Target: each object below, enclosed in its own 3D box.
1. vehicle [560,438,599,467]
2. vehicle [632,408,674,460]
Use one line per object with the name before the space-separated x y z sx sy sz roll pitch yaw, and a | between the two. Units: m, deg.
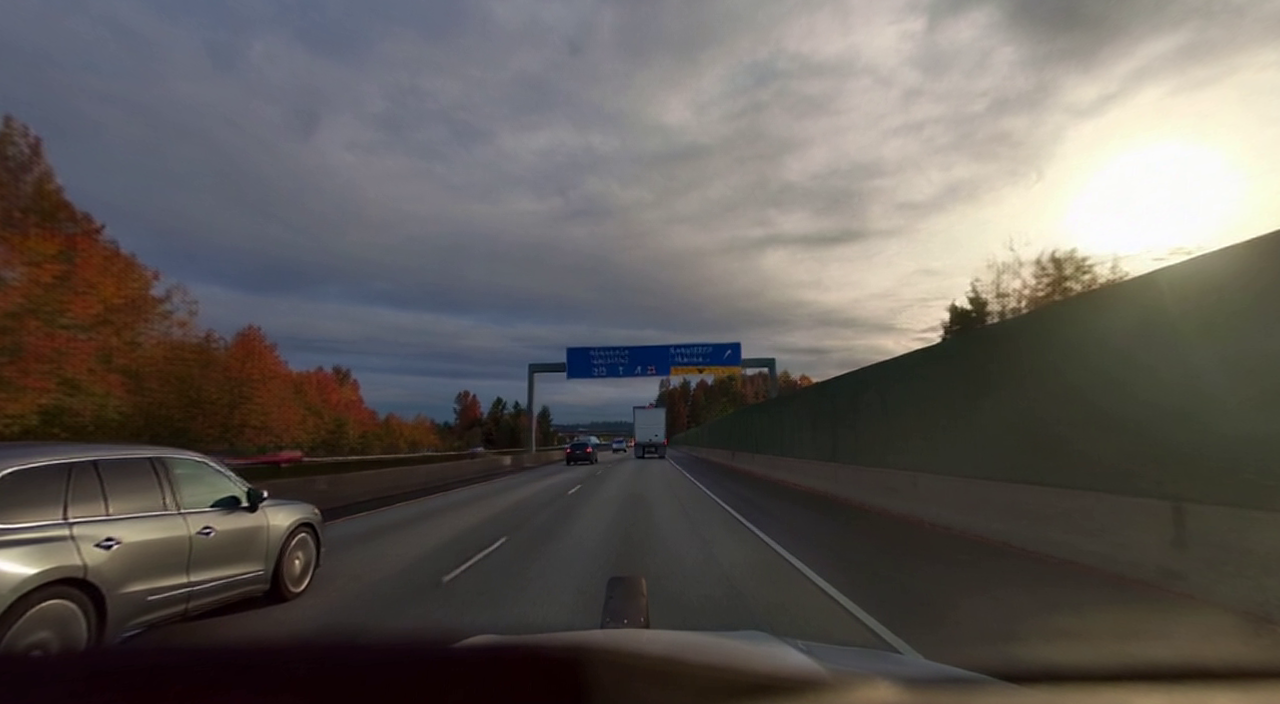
vehicle | -3.417 5.738 36.140 1.927 1.556 3.921 0 -8 0
vehicle | 1.046 6.531 49.739 2.933 3.701 10.425 0 -8 1
